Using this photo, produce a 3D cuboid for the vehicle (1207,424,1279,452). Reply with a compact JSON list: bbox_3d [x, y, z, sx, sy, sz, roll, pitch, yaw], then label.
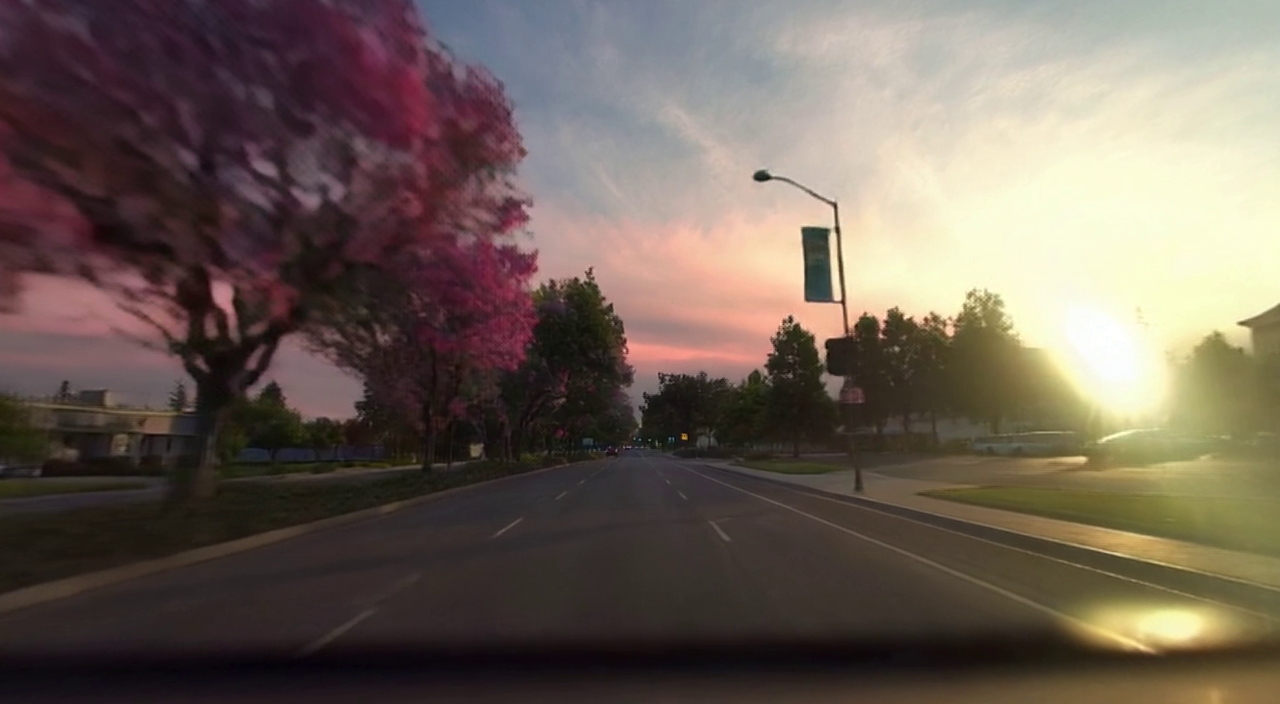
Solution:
[{"bbox_3d":[36.476,5.079,37.278,1.830,1.515,4.462,0,-8,1],"label":"vehicle"}]
